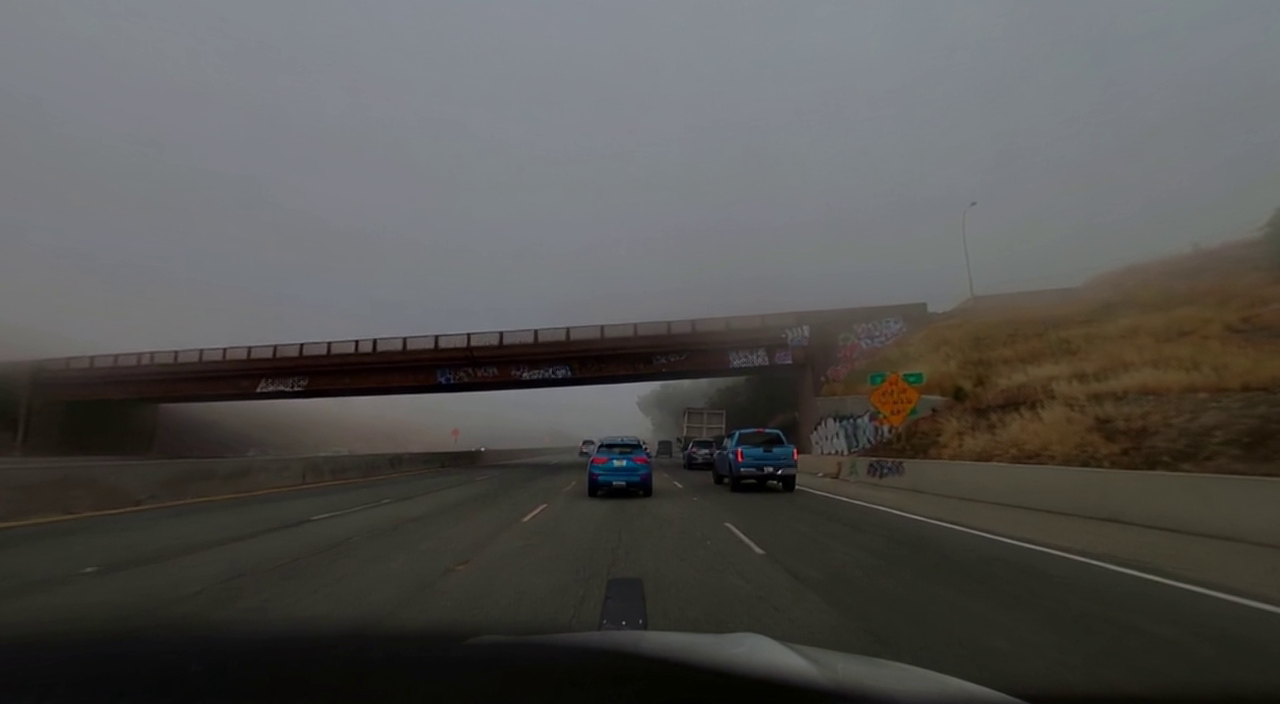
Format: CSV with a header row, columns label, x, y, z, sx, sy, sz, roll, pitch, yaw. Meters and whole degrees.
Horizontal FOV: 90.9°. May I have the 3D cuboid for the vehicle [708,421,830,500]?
label,x,y,z,sx,sy,sz,roll,pitch,yaw
vehicle,3.491,3.104,18.544,2.311,1.922,5.977,0,-8,0

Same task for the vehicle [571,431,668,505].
label,x,y,z,sx,sy,sz,roll,pitch,yaw
vehicle,-0.457,2.902,16.210,2.193,1.651,3.946,0,-8,0

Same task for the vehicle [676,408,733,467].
label,x,y,z,sx,sy,sz,roll,pitch,yaw
vehicle,3.952,5.500,40.315,2.873,3.408,7.323,0,-8,0
